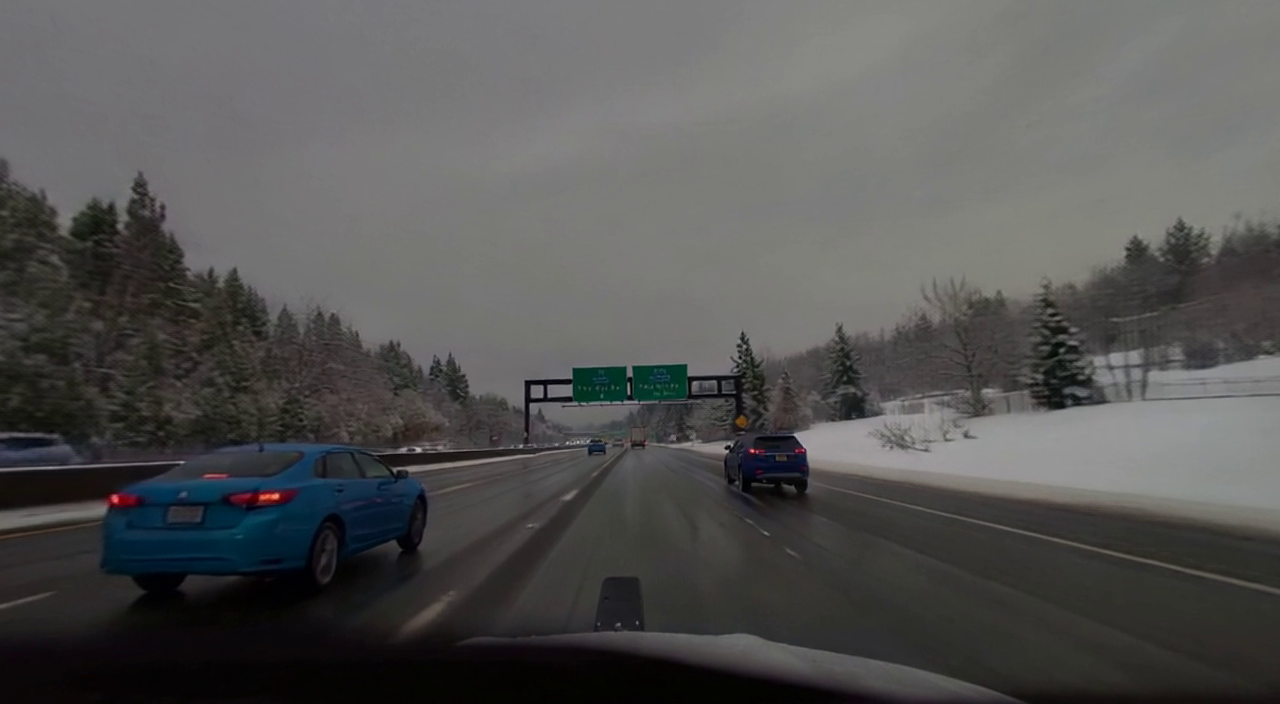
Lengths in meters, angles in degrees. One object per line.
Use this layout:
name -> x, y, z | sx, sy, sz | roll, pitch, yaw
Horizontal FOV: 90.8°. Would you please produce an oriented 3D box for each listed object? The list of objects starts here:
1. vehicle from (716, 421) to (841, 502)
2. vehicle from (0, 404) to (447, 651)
vehicle -> 3.193, 2.647, 15.530 | 2.053, 1.714, 4.097 | 0, -9, -1
vehicle -> -3.876, 1.506, 6.589 | 2.118, 1.573, 4.940 | 0, -9, 1
